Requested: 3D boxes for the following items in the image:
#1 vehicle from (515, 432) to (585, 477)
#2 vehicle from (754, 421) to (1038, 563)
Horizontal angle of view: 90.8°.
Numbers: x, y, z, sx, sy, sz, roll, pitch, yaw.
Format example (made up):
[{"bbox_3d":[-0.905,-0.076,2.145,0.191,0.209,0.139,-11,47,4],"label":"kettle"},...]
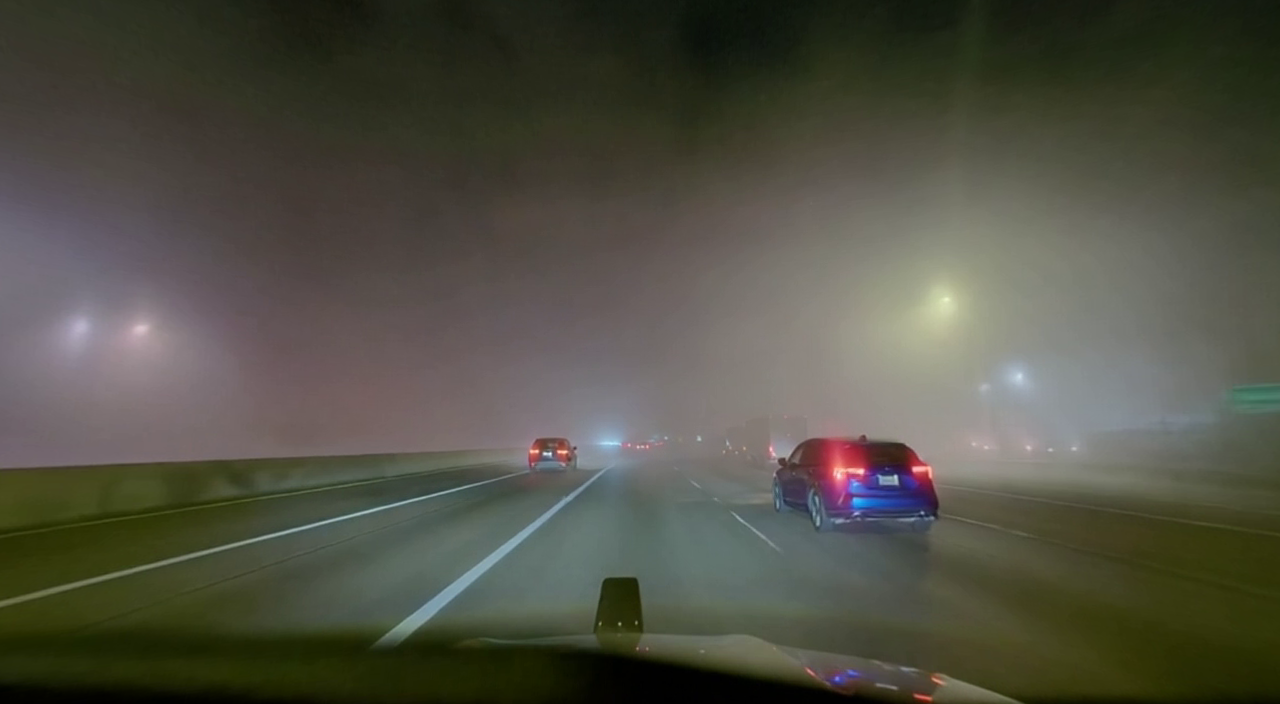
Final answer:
[{"bbox_3d":[-3.698,4.335,26.873,2.193,1.746,4.512,0,-8,1],"label":"vehicle"},{"bbox_3d":[3.275,1.909,9.487,2.107,1.550,4.949,0,-8,-1],"label":"vehicle"}]
